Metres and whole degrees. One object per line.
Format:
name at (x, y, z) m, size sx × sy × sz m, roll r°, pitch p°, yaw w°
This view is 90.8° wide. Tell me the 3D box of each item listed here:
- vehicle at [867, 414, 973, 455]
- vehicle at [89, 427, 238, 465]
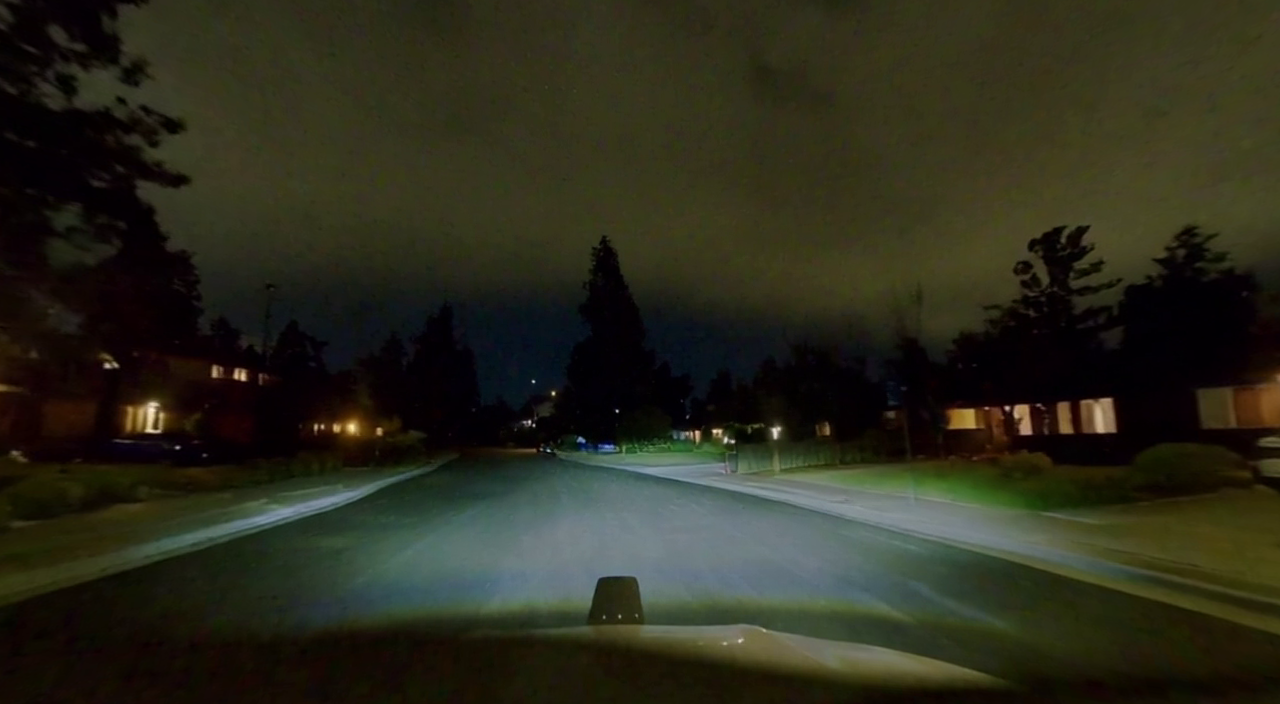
vehicle at (14.861, 4.422, 33.729) m, size 4.829 × 1.772 × 2.092 m, roll -8°, pitch -9°, yaw 22°
vehicle at (-20.667, 4.157, 27.640) m, size 4.654 × 1.457 × 1.986 m, roll 3°, pitch -11°, yaw -10°
